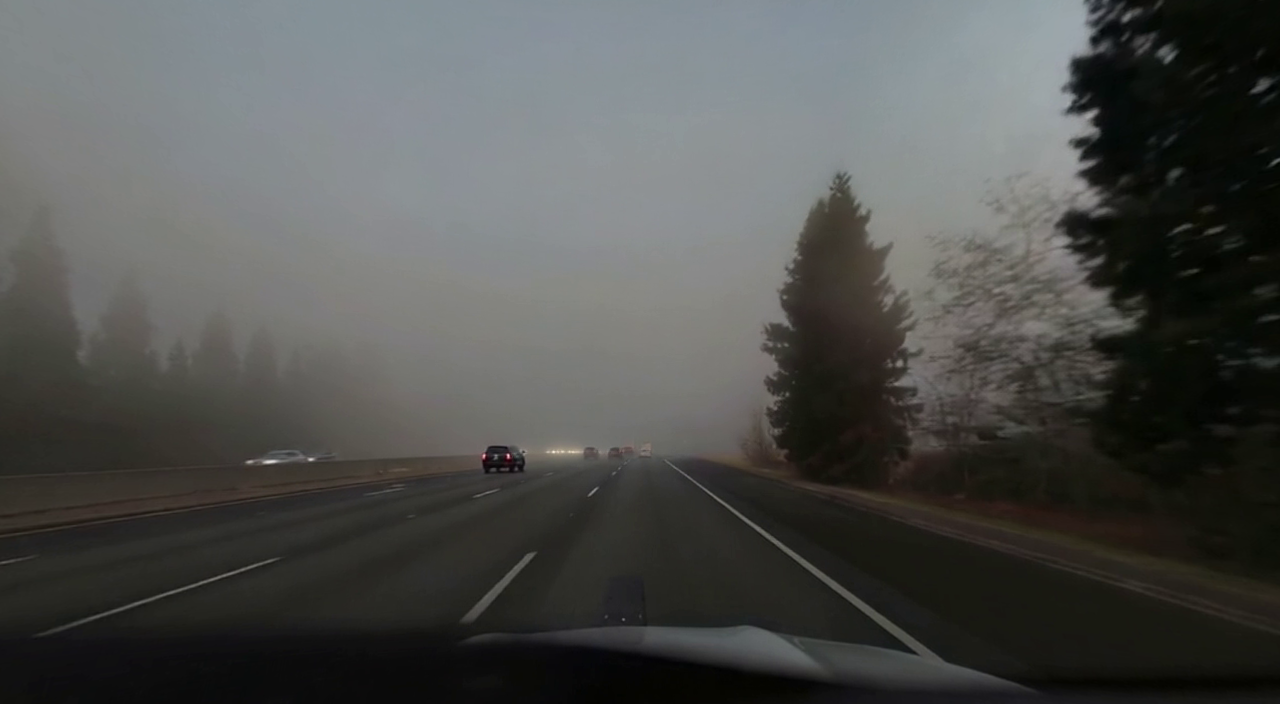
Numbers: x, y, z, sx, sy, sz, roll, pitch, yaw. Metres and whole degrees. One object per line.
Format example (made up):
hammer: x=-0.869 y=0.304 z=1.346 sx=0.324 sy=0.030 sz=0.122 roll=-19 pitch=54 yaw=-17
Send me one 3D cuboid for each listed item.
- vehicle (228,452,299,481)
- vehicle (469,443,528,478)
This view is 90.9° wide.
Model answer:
vehicle: x=-24.525 y=7.443 z=41.263 sx=1.926 sy=1.679 sz=4.399 roll=-1 pitch=-8 yaw=0
vehicle: x=-7.311 y=5.604 z=32.936 sx=2.021 sy=1.699 sz=4.324 roll=-1 pitch=-8 yaw=1
